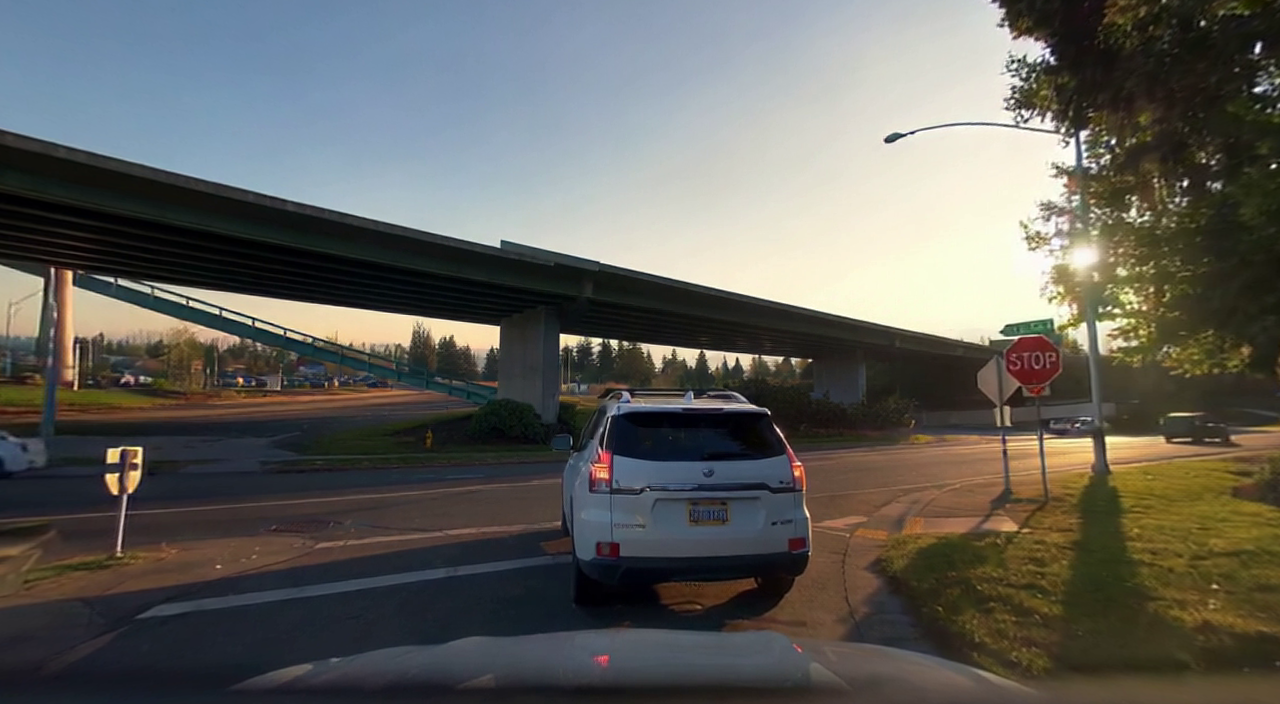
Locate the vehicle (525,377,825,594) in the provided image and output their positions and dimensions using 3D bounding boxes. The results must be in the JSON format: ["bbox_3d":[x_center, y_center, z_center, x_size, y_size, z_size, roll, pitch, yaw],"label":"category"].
[{"bbox_3d":[0.324,1.440,7.524,2.494,1.804,4.336,0,-9,1],"label":"vehicle"}]

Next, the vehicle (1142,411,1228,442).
[{"bbox_3d":[31.844,4.400,36.827,4.413,1.717,2.073,4,-10,-26],"label":"vehicle"}]
